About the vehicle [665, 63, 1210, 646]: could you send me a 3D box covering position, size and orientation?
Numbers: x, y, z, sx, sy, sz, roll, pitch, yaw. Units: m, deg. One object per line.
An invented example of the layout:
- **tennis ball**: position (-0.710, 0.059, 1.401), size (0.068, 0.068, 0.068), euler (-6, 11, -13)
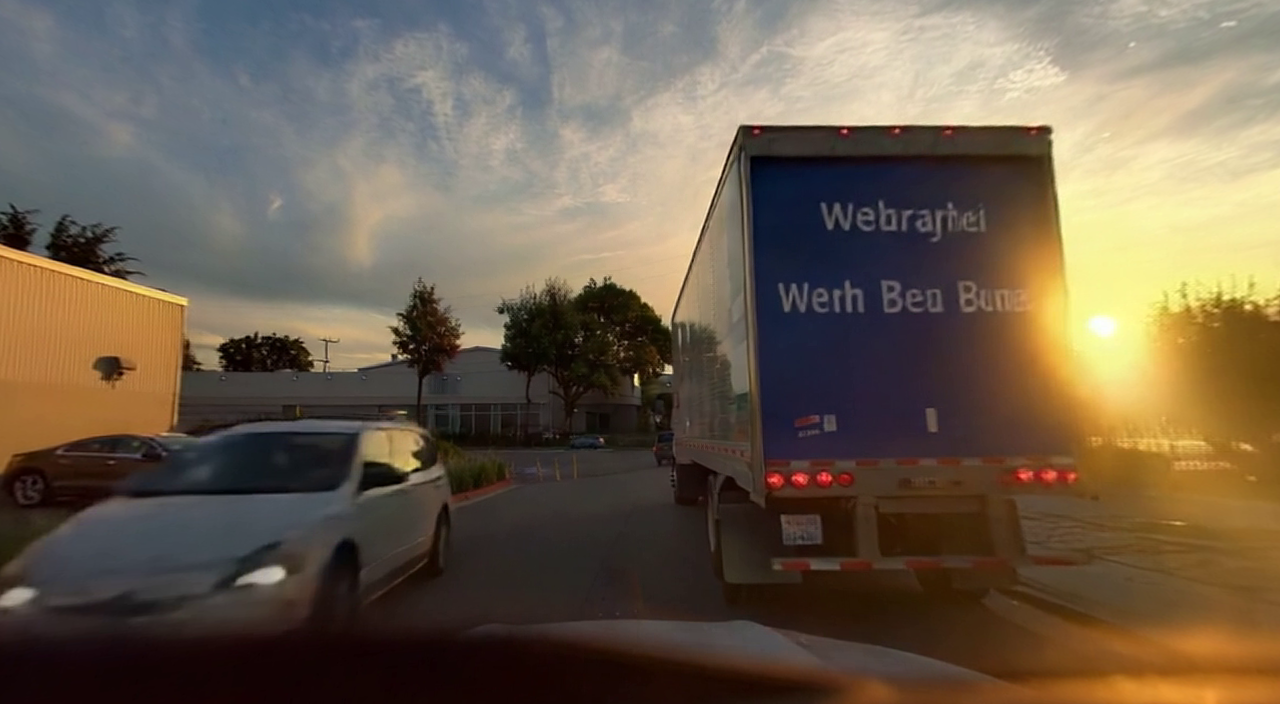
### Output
- **vehicle**: position (2.254, 0.878, 11.579), size (2.865, 4.113, 14.471), euler (0, -8, 0)

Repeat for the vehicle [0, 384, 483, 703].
- **vehicle**: position (-2.583, 1.163, 4.820), size (1.780, 1.488, 4.043), euler (0, -8, -1)
